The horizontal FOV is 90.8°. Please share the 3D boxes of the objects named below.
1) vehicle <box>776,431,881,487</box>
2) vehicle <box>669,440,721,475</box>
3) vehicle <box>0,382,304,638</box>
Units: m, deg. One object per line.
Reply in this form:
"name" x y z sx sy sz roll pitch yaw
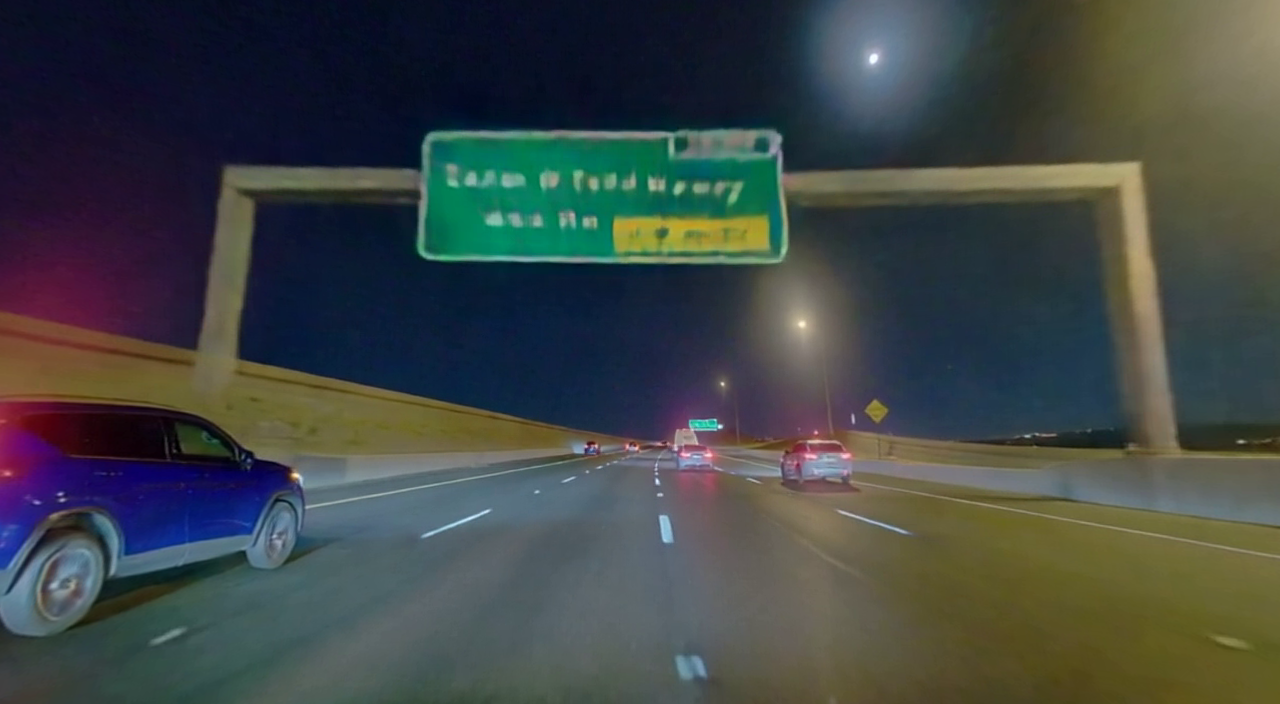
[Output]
"vehicle" 6.366 3.690 22.052 2.184 1.712 4.856 0 -8 0
"vehicle" 2.574 5.064 30.582 2.108 1.509 5.059 0 -8 1
"vehicle" -5.126 1.229 5.494 2.000 1.646 4.201 0 -8 1
